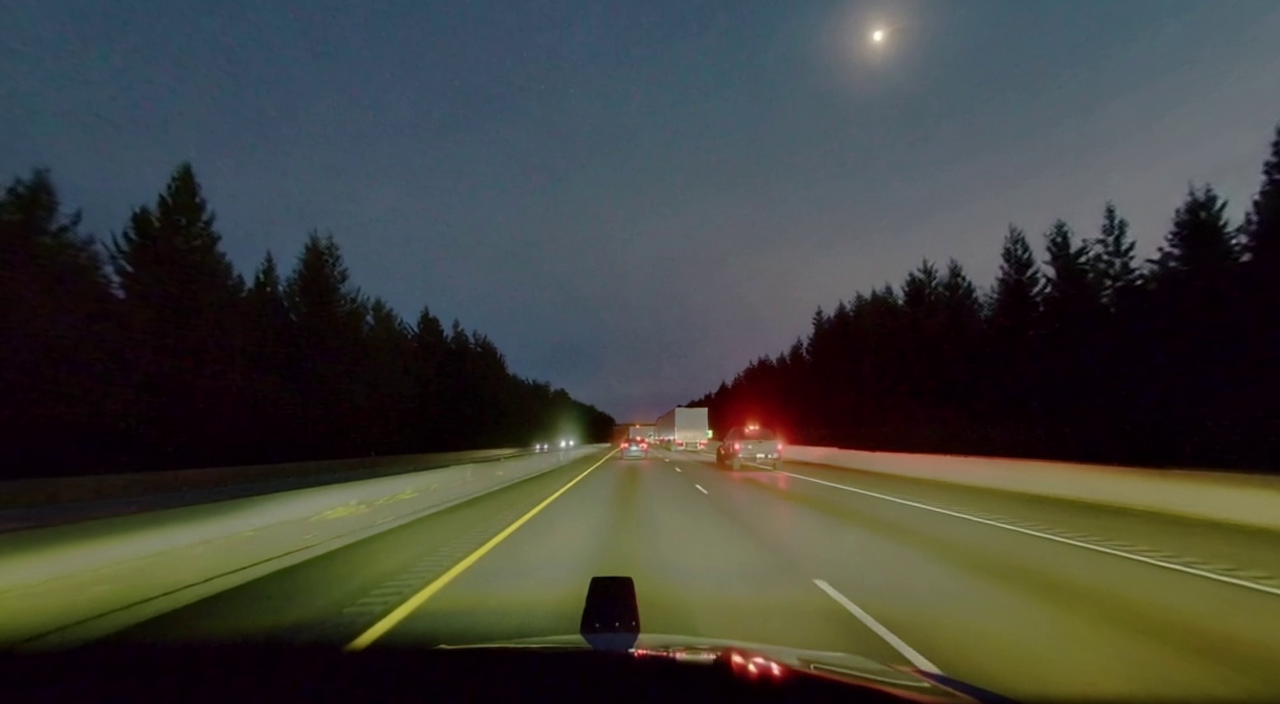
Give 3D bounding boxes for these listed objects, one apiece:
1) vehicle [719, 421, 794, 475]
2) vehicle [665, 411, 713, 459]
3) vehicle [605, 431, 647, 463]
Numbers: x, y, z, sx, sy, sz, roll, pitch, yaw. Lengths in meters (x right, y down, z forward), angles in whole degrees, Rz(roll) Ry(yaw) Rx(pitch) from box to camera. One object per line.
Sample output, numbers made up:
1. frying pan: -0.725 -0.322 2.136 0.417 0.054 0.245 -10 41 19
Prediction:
1. vehicle: 4.458 3.741 24.867 2.073 1.905 4.023 0 -8 -2
2. vehicle: 3.256 5.787 43.871 2.728 3.053 7.708 0 -8 0
3. vehicle: -0.769 5.288 35.339 2.206 1.681 4.111 0 -8 -1
